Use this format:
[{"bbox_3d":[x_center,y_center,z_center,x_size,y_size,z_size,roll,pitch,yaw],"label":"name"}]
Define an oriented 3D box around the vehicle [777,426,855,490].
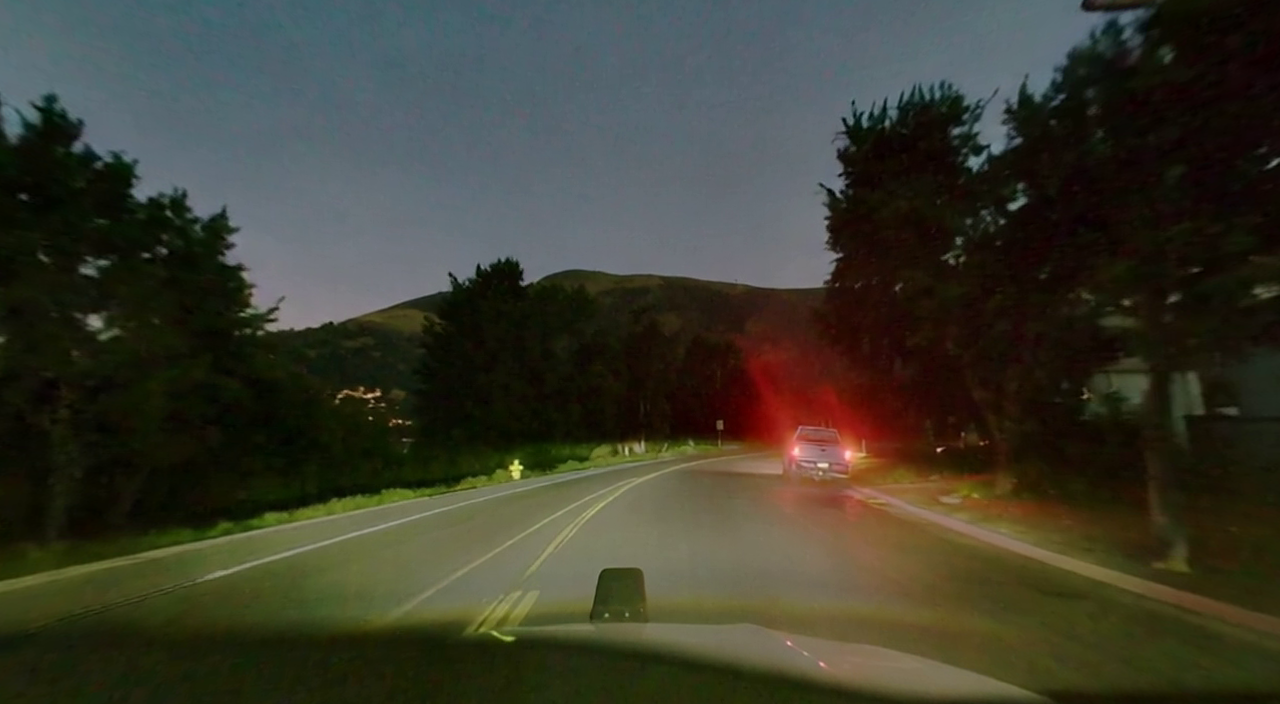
[{"bbox_3d":[5.579,3.361,20.439,1.992,1.817,4.467,-1,-8,10],"label":"vehicle"}]
